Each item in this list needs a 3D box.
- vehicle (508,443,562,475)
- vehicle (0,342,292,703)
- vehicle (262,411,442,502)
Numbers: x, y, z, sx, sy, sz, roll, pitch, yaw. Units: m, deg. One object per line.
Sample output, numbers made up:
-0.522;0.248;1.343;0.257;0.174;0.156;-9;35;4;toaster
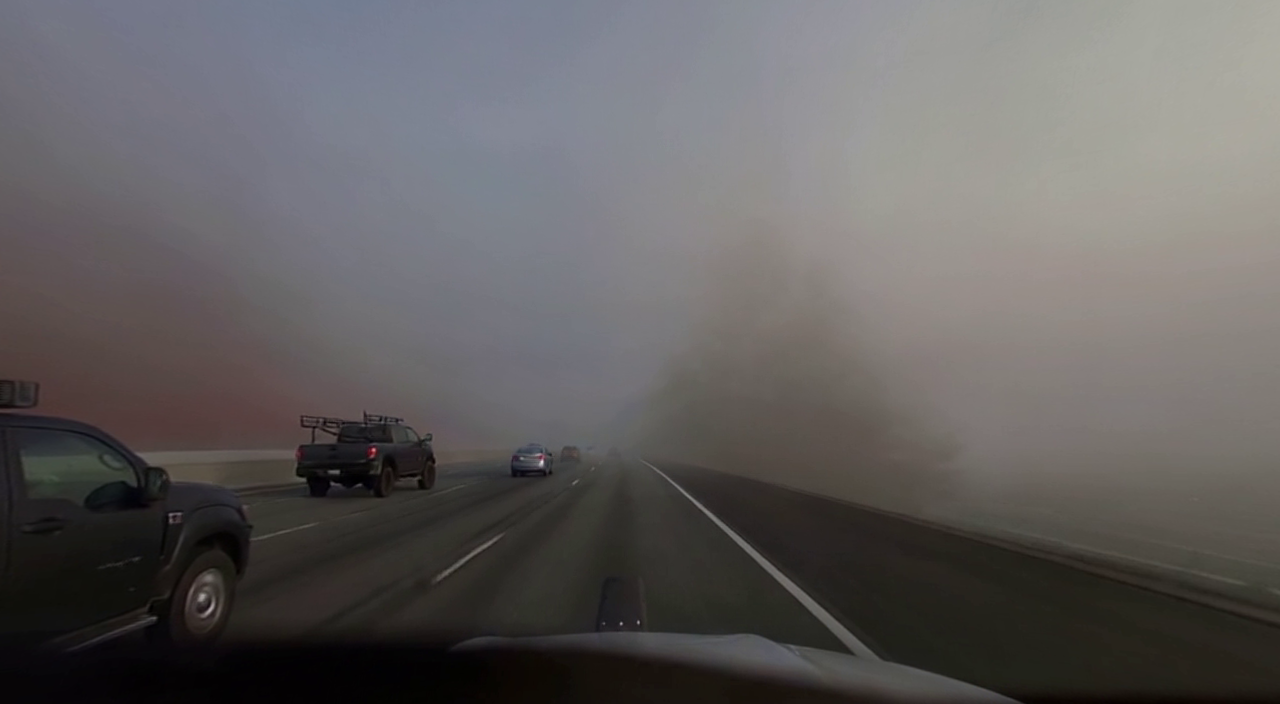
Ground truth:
-5.240;5.419;32.078;2.012;1.509;4.359;0;-9;0;vehicle
-4.057;0.831;2.687;2.200;1.807;5.041;0;-9;1;vehicle
-8.215;3.105;18.967;2.594;2.254;6.028;0;-9;-1;vehicle
